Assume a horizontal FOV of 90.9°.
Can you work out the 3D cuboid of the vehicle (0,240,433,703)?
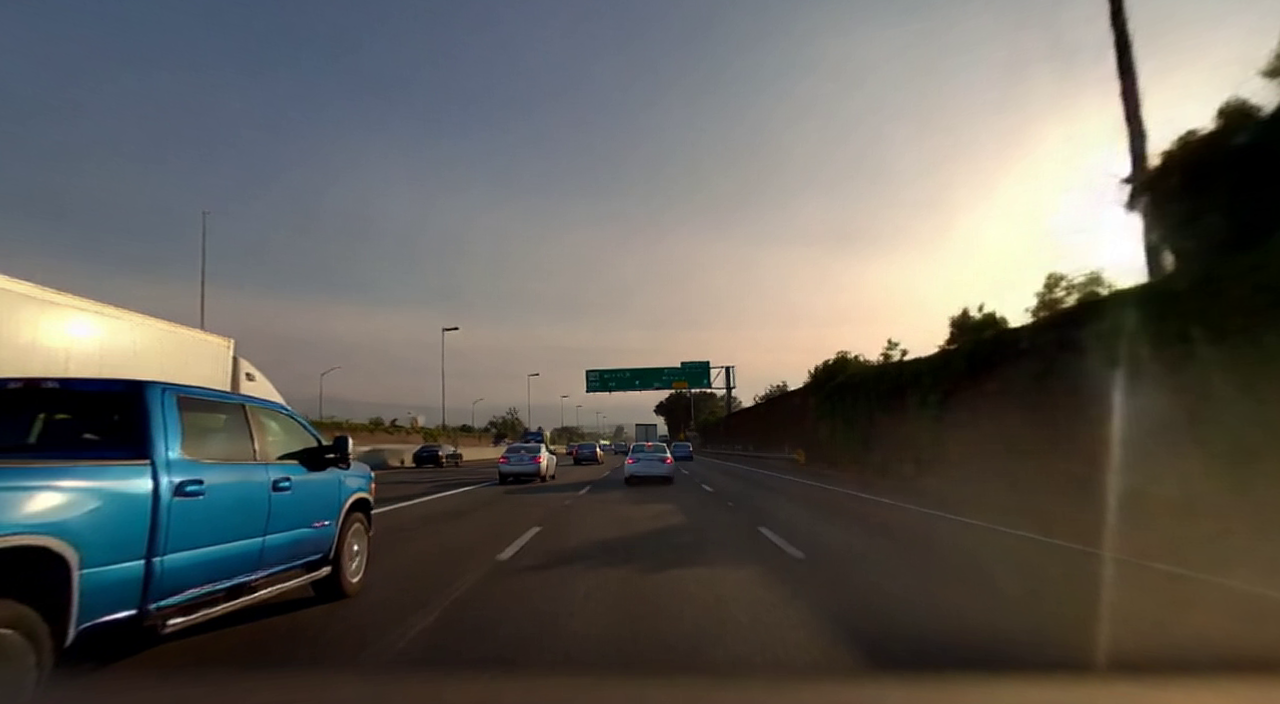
[{"bbox_3d":[-3.413,0.850,3.699,2.269,2.060,5.933,0,-8,1],"label":"vehicle"}]

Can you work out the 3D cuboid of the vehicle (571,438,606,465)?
[{"bbox_3d":[-3.285,6.465,41.140,1.897,1.646,4.049,0,-8,1],"label":"vehicle"}]

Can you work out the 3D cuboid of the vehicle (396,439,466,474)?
[{"bbox_3d":[-10.384,5.217,31.715,1.941,1.602,4.277,0,-8,2],"label":"vehicle"}]

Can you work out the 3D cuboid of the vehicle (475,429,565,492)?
[{"bbox_3d":[-3.604,3.348,19.790,1.903,1.721,4.210,0,-8,1],"label":"vehicle"}]

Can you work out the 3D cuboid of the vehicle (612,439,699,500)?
[{"bbox_3d":[0.372,3.093,17.015,2.054,1.421,4.090,0,-8,0],"label":"vehicle"}]
